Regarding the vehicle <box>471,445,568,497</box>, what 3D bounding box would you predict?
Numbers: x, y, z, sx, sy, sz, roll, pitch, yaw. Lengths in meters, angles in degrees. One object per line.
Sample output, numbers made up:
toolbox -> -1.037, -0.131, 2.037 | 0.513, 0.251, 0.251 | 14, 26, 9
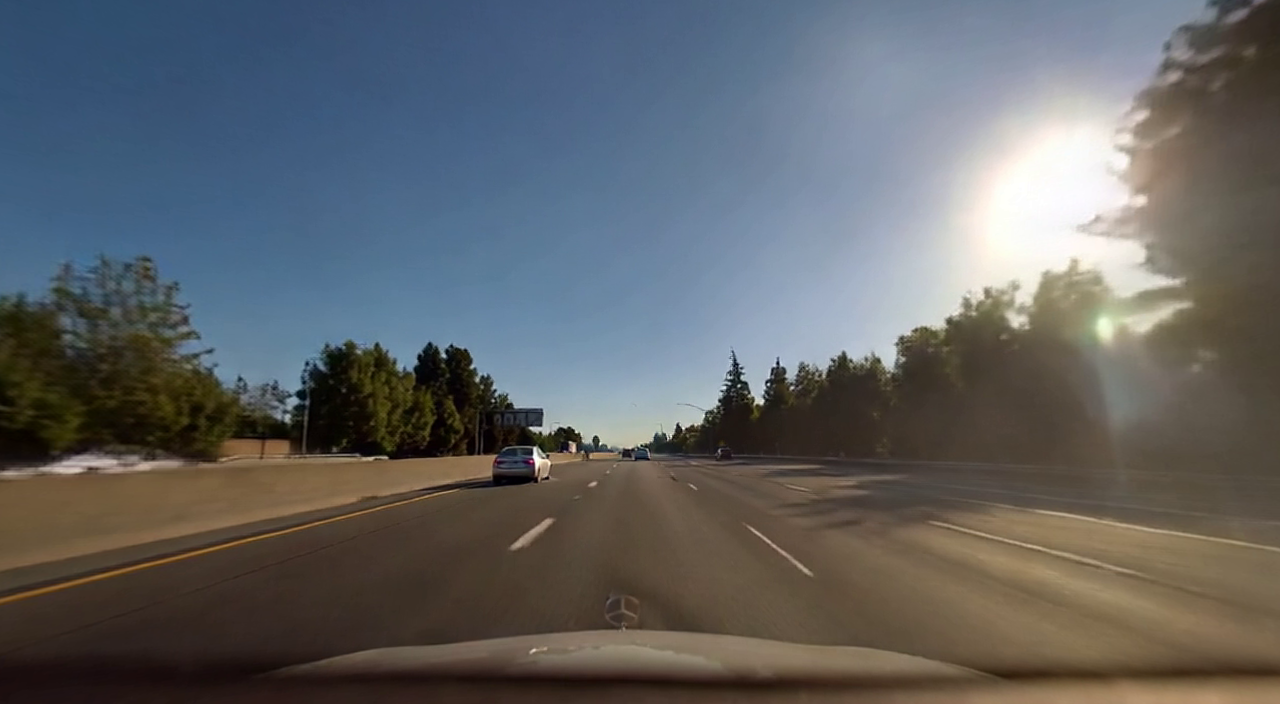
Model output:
vehicle -> -3.775, 3.817, 20.650 | 2.162, 1.493, 4.583 | 0, -9, 1
